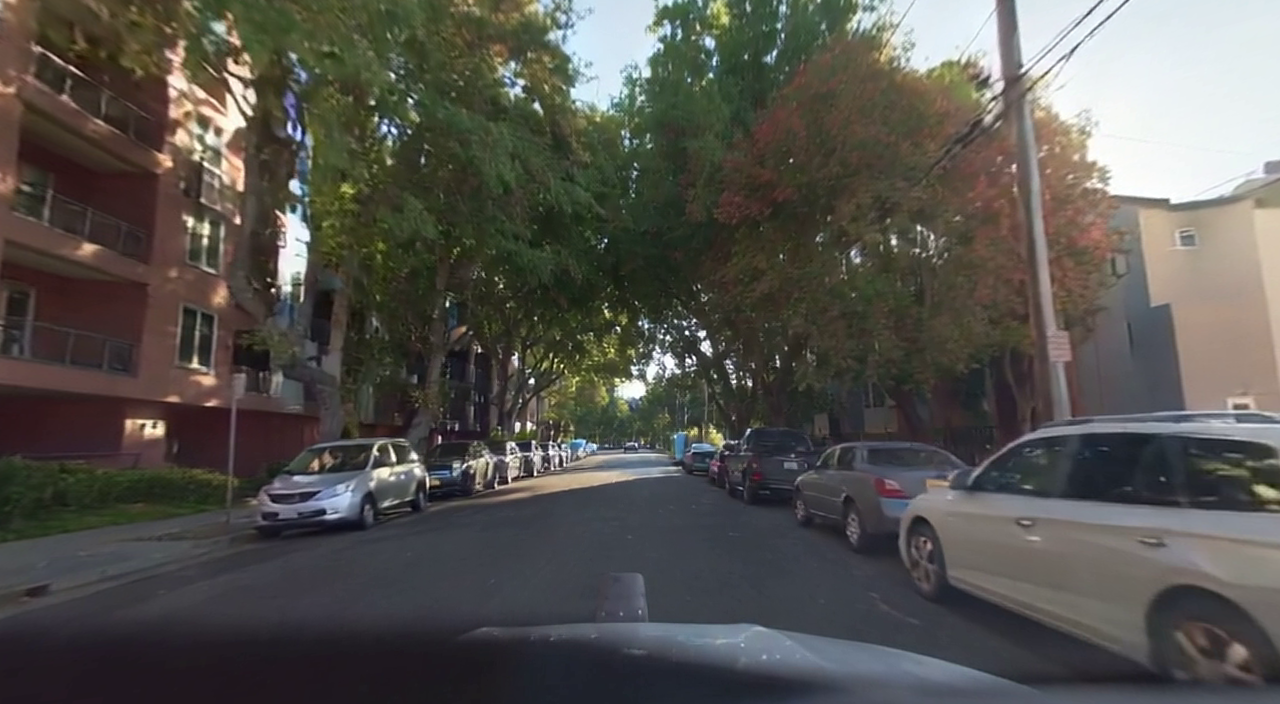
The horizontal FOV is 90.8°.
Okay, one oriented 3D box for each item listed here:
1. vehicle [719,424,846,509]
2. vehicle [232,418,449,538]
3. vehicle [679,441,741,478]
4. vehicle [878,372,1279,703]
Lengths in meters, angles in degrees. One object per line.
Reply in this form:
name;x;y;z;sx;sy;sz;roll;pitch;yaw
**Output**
vehicle;3.417;2.854;16.195;2.024;1.825;4.684;0;-8;-2
vehicle;-5.453;2.342;12.412;2.069;1.881;4.697;0;-8;-2
vehicle;3.160;4.951;29.377;2.007;1.545;4.562;1;-8;-5
vehicle;3.451;1.197;4.183;1.964;1.646;4.543;2;-8;0
